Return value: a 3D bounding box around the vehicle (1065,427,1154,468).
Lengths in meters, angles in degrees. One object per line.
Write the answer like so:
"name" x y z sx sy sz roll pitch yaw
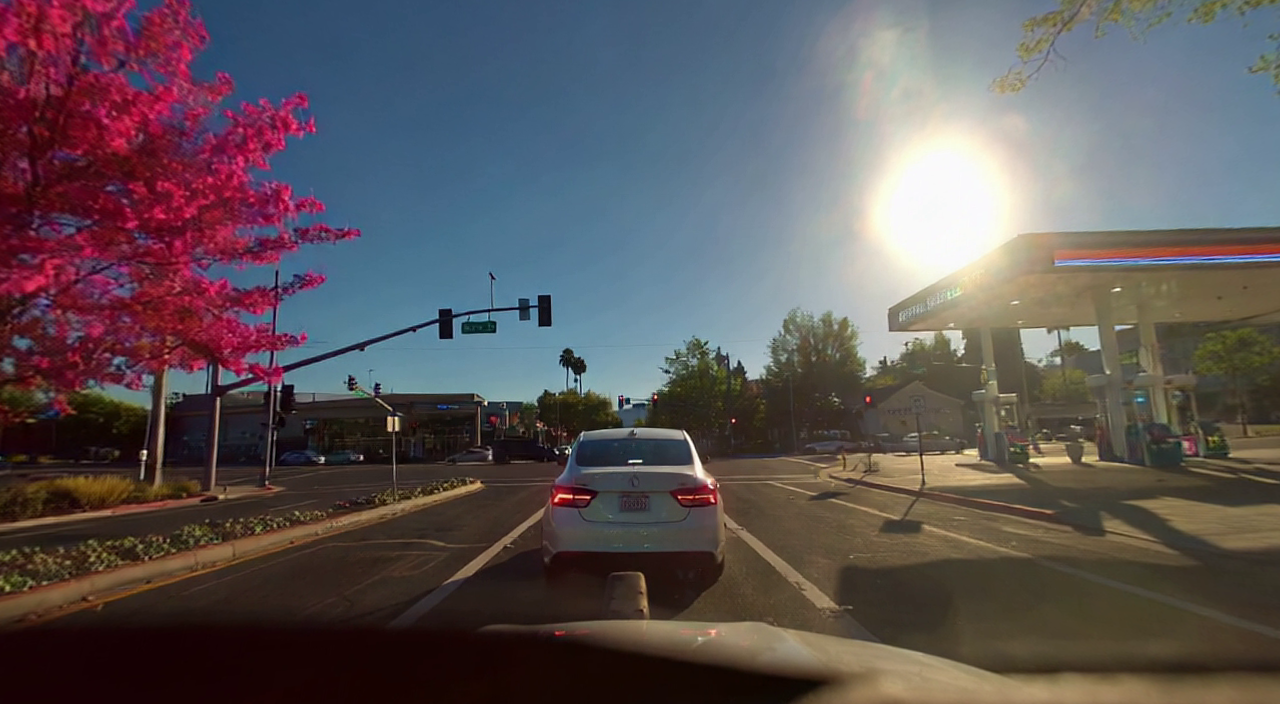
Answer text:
"vehicle" 18.577 3.756 24.885 4.091 1.495 2.053 8 -12 -44

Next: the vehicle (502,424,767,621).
"vehicle" -0.043 1.600 6.901 2.010 1.482 4.057 0 -8 0

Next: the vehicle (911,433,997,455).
"vehicle" 21.553 6.365 43.405 4.813 1.455 1.889 -1 -8 3
